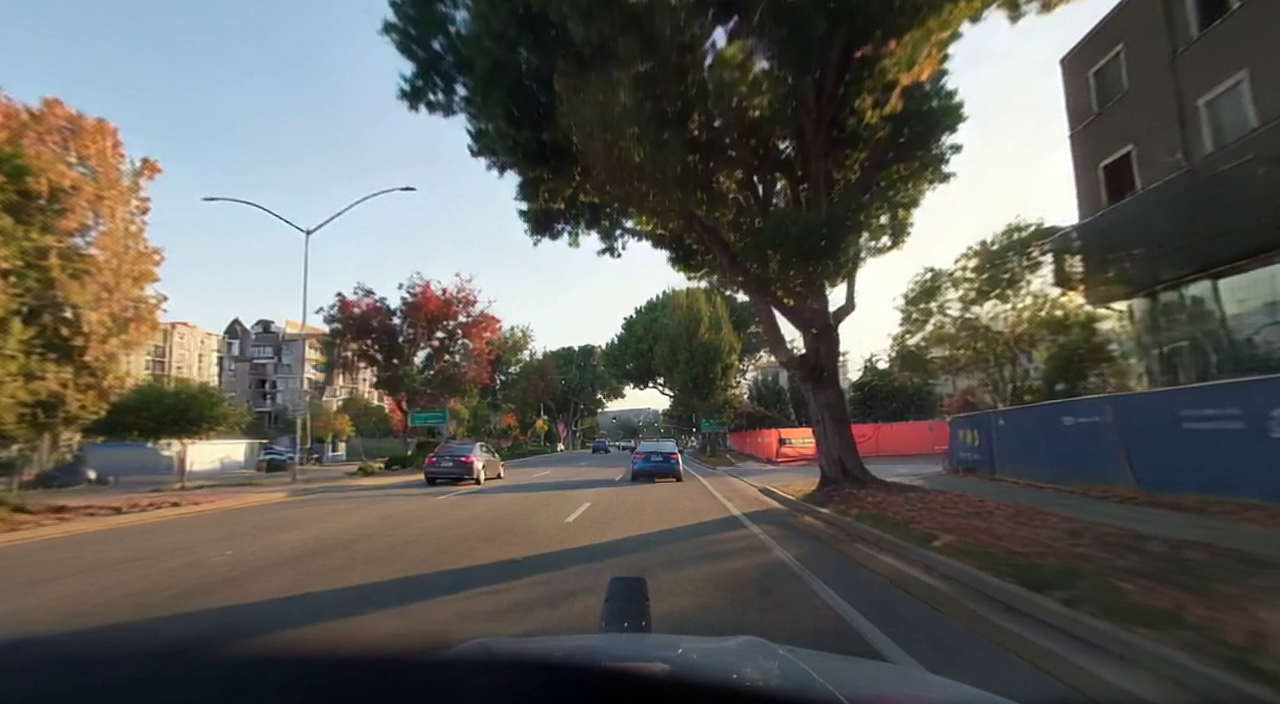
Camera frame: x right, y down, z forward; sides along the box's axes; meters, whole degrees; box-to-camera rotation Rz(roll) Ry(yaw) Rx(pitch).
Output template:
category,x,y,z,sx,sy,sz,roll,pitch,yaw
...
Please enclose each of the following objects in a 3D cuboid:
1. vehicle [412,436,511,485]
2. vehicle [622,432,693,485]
category,x,y,z,sx,sy,sz,roll,pitch,yaw
vehicle,-5.914,3.659,21.508,1.877,1.479,4.430,-1,-9,3
vehicle,0.605,3.678,21.969,2.227,1.654,4.091,0,-9,1
